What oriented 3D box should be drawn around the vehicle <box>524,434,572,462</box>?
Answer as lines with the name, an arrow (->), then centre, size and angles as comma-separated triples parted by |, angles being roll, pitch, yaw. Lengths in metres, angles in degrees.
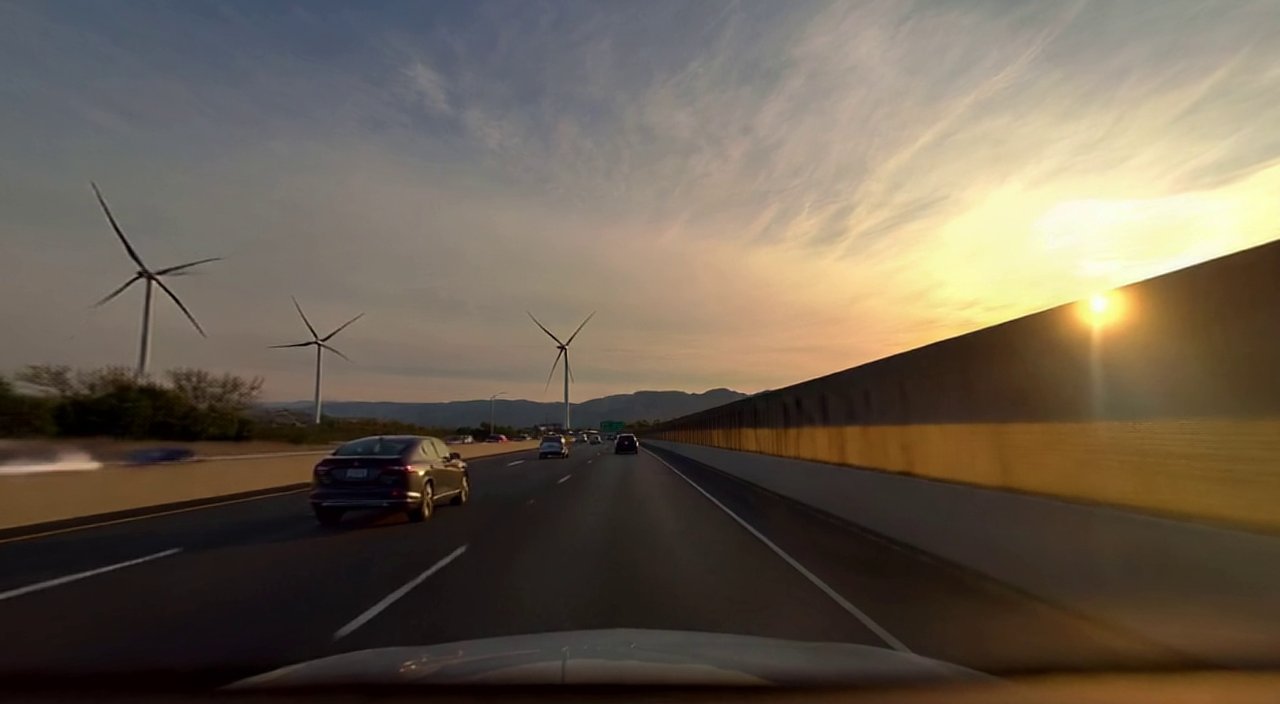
vehicle -> -4.902, 5.190, 34.186 | 2.059, 1.436, 3.802 | 0, -8, -1

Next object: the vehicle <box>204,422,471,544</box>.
vehicle -> -4.306, 1.911, 10.025 | 1.998, 1.468, 4.635 | 0, -8, -1

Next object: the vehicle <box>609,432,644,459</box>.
vehicle -> -0.839, 5.683, 38.554 | 2.027, 1.550, 3.607 | 0, -8, -1
